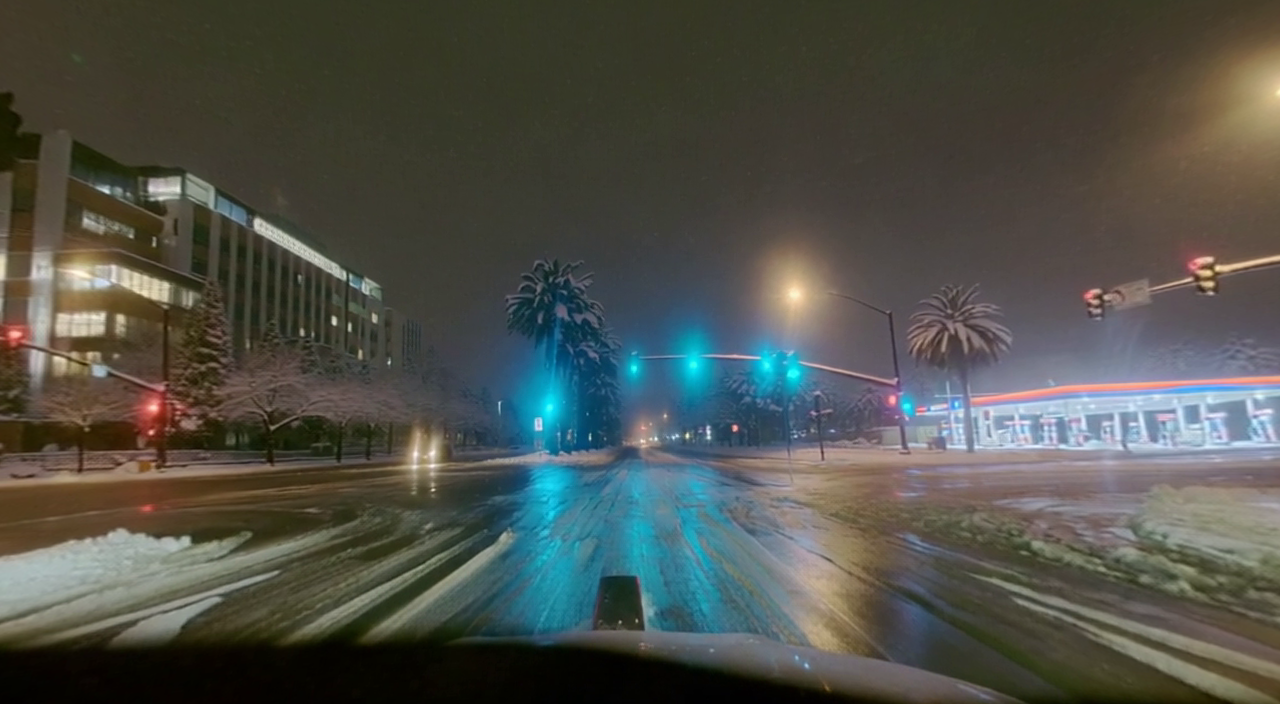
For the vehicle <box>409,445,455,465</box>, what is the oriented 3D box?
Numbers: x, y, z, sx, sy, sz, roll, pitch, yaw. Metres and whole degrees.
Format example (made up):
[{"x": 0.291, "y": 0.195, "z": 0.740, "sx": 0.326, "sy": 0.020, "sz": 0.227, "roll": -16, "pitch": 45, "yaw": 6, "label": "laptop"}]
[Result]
[{"x": -16.396, "y": 8.112, "z": 49.897, "sx": 2.033, "sy": 1.467, "sz": 4.504, "roll": 0, "pitch": -8, "yaw": 1, "label": "vehicle"}]
